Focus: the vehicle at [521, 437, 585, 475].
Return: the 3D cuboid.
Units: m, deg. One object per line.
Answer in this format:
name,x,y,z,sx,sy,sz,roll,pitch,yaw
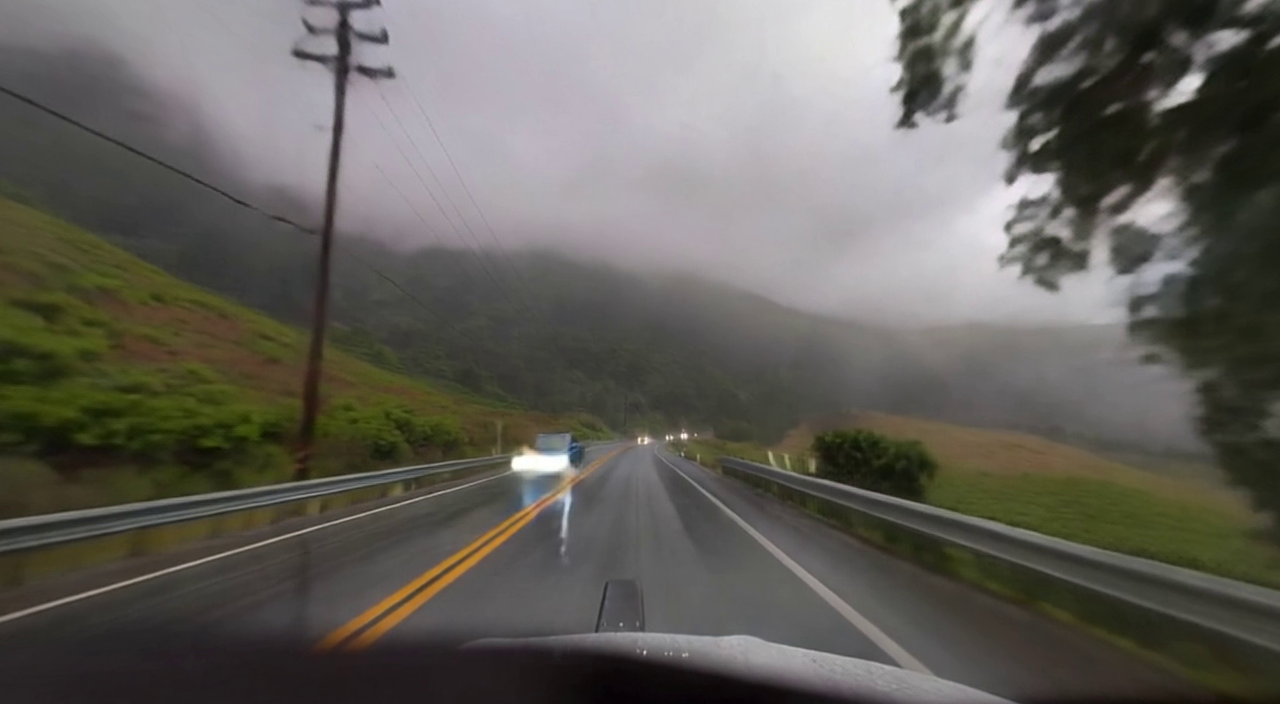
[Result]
vehicle,-3.674,4.494,27.463,2.083,1.486,4.446,0,-9,1
